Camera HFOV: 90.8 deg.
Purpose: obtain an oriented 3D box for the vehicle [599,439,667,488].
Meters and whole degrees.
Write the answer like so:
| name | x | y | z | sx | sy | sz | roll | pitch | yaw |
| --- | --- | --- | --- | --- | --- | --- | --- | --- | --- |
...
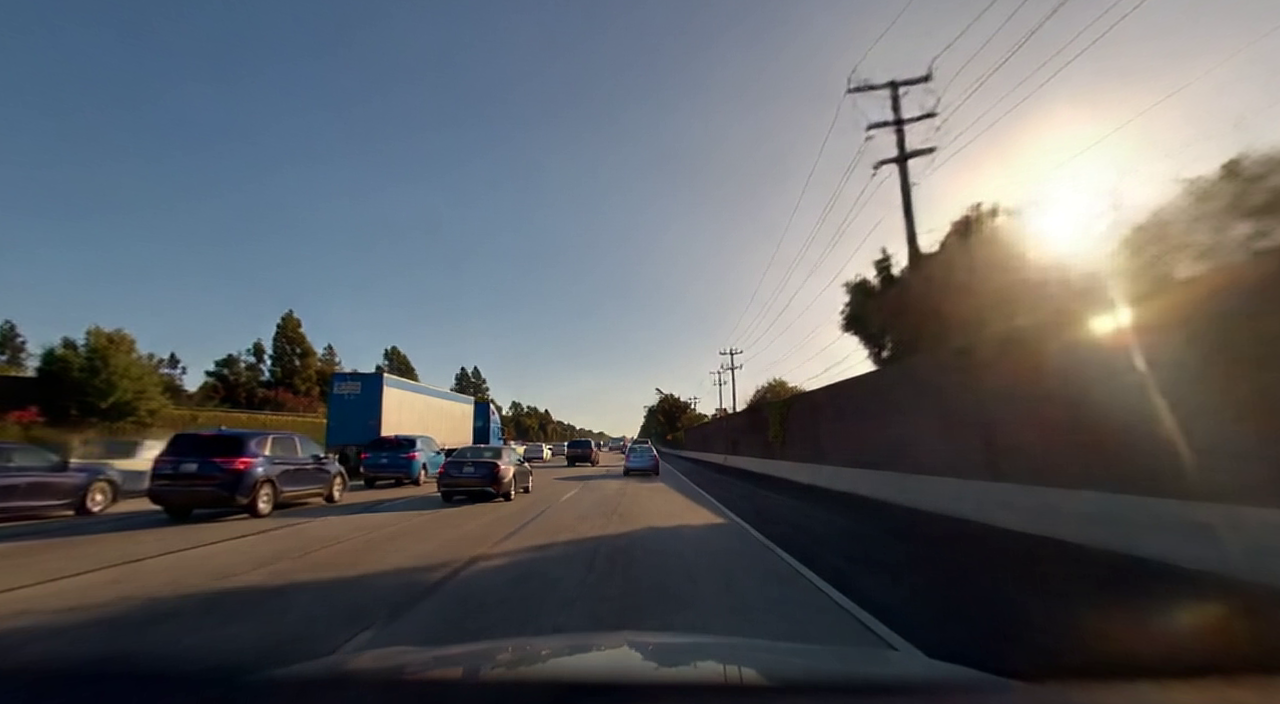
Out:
| name | x | y | z | sx | sy | sz | roll | pitch | yaw |
| --- | --- | --- | --- | --- | --- | --- | --- | --- | --- |
| vehicle | -0.235 | 3.674 | 21.127 | 2.089 | 1.477 | 3.818 | 0 | -9 | -1 |

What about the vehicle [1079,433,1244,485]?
| name | x | y | z | sx | sy | sz | roll | pitch | yaw |
| --- | --- | --- | --- | --- | --- | --- | --- | --- | --- |
| vehicle | 17.697 | 3.651 | 21.787 | 1.936 | 1.591 | 4.362 | 0 | -9 | 0 |

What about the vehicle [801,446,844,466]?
| name | x | y | z | sx | sy | sz | roll | pitch | yaw |
| --- | --- | --- | --- | --- | --- | --- | --- | --- | --- |
| vehicle | 14.360 | 8.184 | 49.991 | 1.949 | 1.472 | 4.795 | 0 | -9 | -1 |

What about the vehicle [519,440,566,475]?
| name | x | y | z | sx | sy | sz | roll | pitch | yaw |
| --- | --- | --- | --- | --- | --- | --- | --- | --- | --- |
| vehicle | -4.438 | 4.870 | 29.325 | 1.870 | 1.485 | 4.304 | 1 | -9 | -5 |

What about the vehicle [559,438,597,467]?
| name | x | y | z | sx | sy | sz | roll | pitch | yaw |
| --- | --- | --- | --- | --- | --- | --- | --- | --- | --- |
| vehicle | -3.910 | 6.411 | 40.382 | 1.976 | 1.705 | 4.176 | 0 | -9 | 1 |

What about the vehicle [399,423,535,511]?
| name | x | y | z | sx | sy | sz | roll | pitch | yaw |
| --- | --- | --- | --- | --- | --- | --- | --- | --- | --- |
| vehicle | -3.756 | 2.582 | 14.616 | 1.923 | 1.716 | 4.289 | 0 | -9 | 0 |

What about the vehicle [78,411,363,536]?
| name | x | y | z | sx | sy | sz | roll | pitch | yaw |
| --- | --- | --- | --- | --- | --- | --- | --- | --- | --- |
| vehicle | -6.948 | 2.063 | 11.242 | 2.027 | 1.762 | 4.386 | 0 | -9 | 0 |
